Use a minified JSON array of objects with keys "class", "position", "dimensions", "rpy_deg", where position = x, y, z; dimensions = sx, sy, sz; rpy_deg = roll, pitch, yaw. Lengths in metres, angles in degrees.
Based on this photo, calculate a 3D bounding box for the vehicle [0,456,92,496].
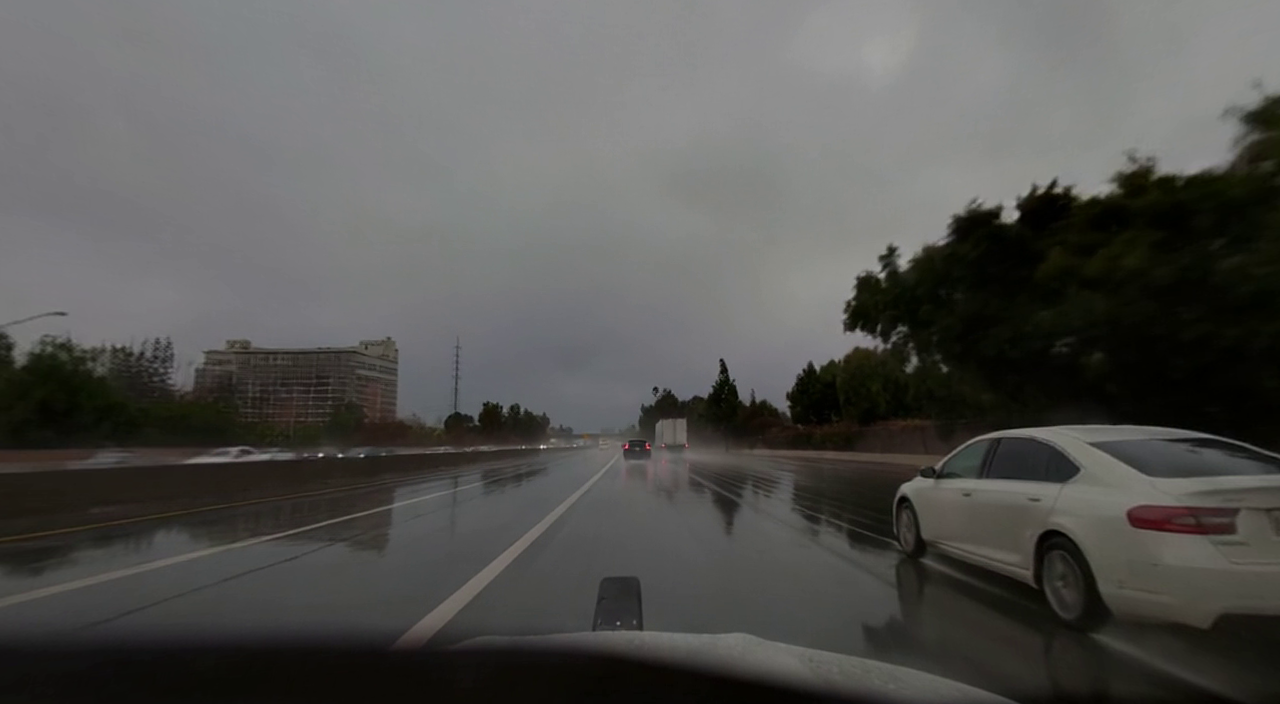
[{"class":"vehicle","position":[-25.627,5.092,26.154],"dimensions":[1.848,1.467,4.495],"rpy_deg":[0,-8,0]}]

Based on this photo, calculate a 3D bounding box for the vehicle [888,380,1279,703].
[{"class":"vehicle","position":[3.732,1.217,4.706],"dimensions":[1.950,1.596,4.326],"rpy_deg":[0,-8,-1]}]

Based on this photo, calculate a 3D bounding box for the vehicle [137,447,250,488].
[{"class":"vehicle","position":[-17.871,4.602,25.513],"dimensions":[1.796,1.505,3.726],"rpy_deg":[0,-8,0]}]

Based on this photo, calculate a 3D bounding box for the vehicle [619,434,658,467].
[{"class":"vehicle","position":[-0.107,6.184,39.787],"dimensions":[2.297,1.912,4.355],"rpy_deg":[0,-8,0]}]

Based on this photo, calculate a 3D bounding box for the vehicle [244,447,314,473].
[{"class":"vehicle","position":[-24.878,7.440,43.722],"dimensions":[1.970,1.642,4.831],"rpy_deg":[0,-8,0]}]
